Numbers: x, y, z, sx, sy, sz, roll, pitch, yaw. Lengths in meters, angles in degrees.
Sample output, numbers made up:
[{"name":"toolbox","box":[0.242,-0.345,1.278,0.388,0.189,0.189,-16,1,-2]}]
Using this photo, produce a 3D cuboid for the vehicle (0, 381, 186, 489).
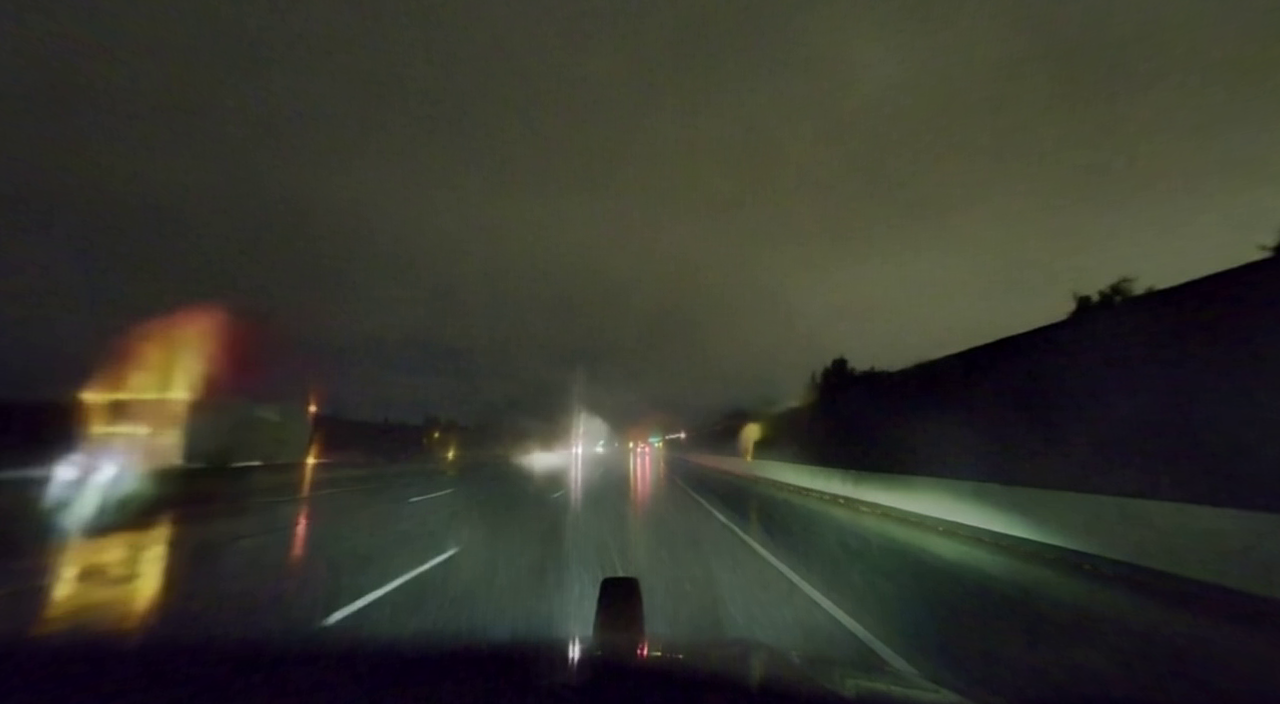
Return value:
[{"name":"vehicle","box":[-23.135,3.563,26.636,3.057,4.001,6.024,-1,-9,0]}]
